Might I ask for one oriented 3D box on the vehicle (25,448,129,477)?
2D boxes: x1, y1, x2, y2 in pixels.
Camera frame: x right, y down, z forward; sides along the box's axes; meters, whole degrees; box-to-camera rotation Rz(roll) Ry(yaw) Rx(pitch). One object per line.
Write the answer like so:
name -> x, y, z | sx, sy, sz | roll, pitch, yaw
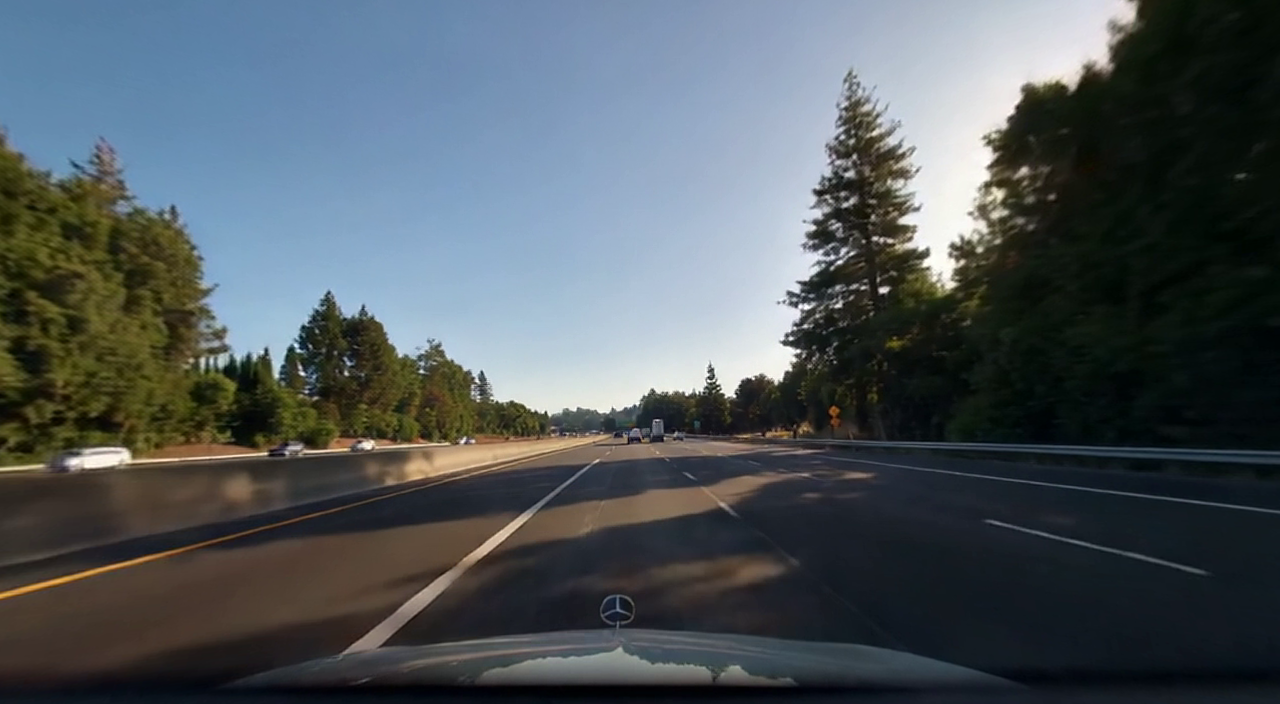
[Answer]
vehicle -> -32.487, 6.355, 36.542 | 1.789, 1.443, 4.592 | 0, -8, 0
